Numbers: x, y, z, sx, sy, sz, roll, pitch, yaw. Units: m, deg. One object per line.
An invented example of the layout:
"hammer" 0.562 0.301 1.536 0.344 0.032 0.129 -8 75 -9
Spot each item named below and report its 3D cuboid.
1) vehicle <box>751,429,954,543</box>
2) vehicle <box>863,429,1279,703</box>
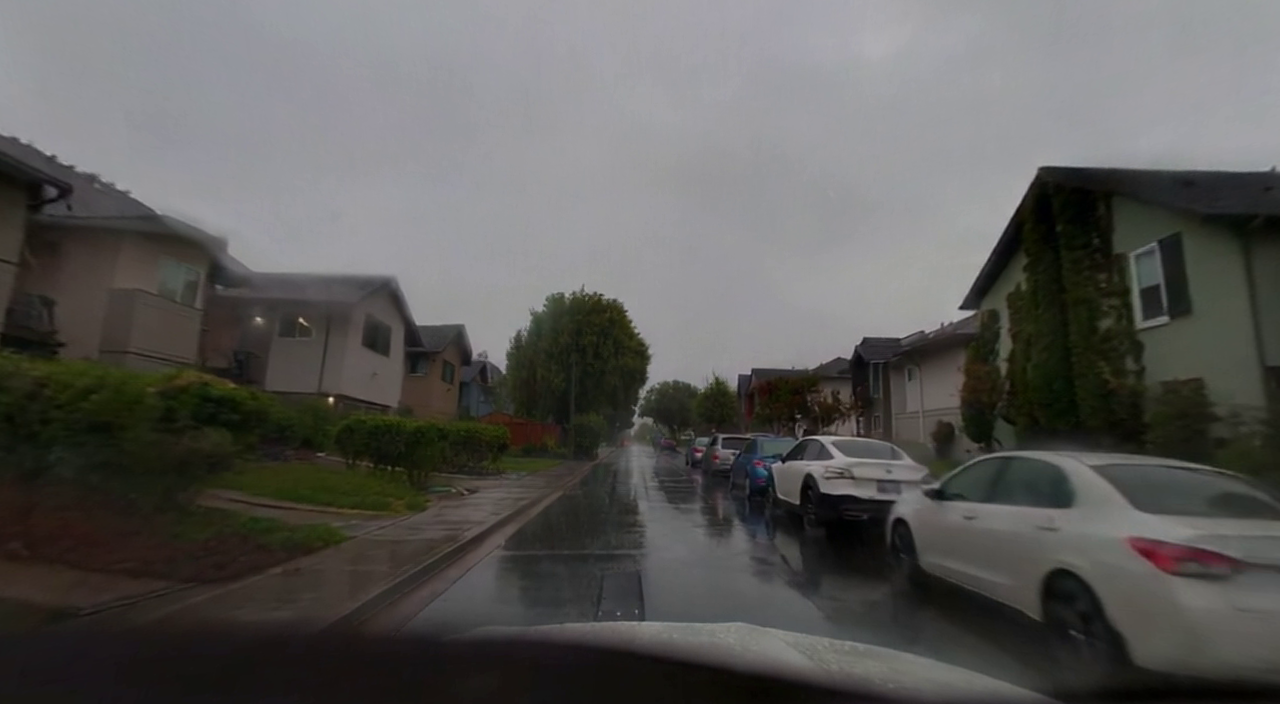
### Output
"vehicle" 3.136 2.009 10.176 2.036 1.510 3.505 0 -7 0
"vehicle" 3.238 1.303 4.541 1.759 1.464 3.993 0 -7 0
